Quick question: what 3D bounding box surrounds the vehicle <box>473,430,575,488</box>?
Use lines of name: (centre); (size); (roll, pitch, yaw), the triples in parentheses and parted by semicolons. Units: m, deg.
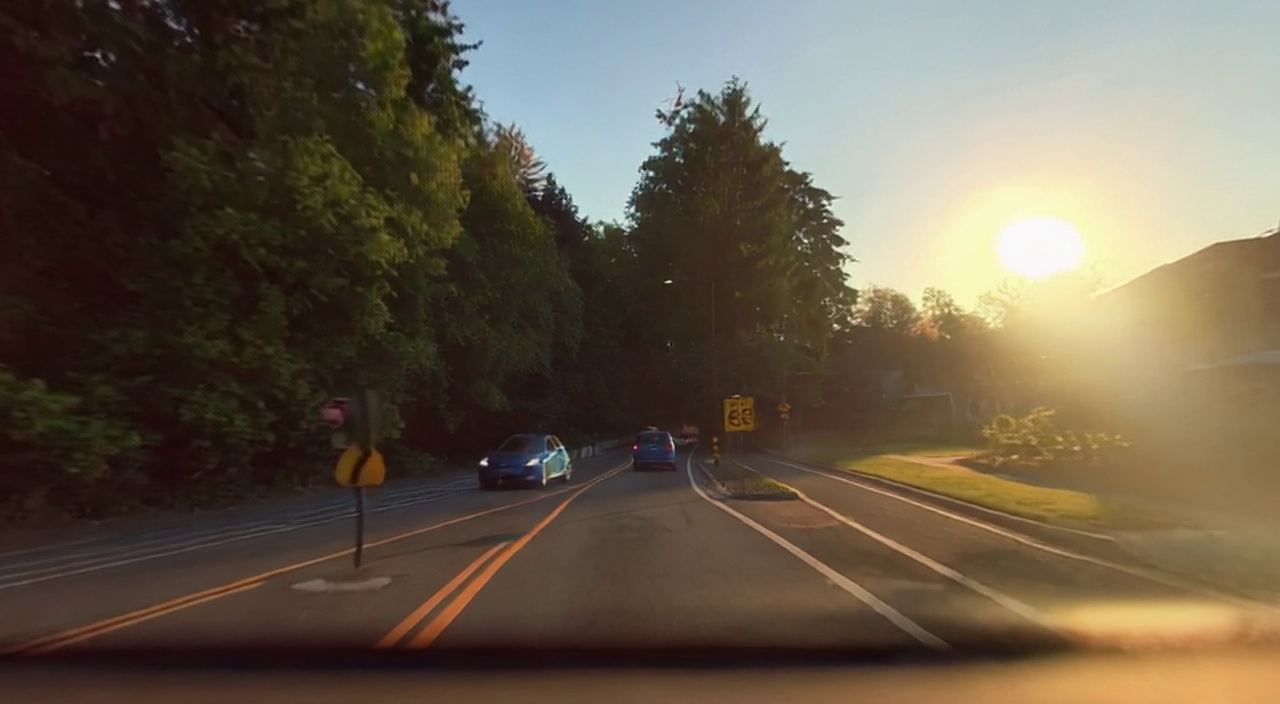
vehicle: (-3.612, 3.434, 20.605); (2.087, 1.677, 4.467); (-1, -8, 6)

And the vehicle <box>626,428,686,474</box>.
vehicle: (0.740, 4.020, 25.789); (2.216, 1.708, 4.110); (-1, -8, 4)
